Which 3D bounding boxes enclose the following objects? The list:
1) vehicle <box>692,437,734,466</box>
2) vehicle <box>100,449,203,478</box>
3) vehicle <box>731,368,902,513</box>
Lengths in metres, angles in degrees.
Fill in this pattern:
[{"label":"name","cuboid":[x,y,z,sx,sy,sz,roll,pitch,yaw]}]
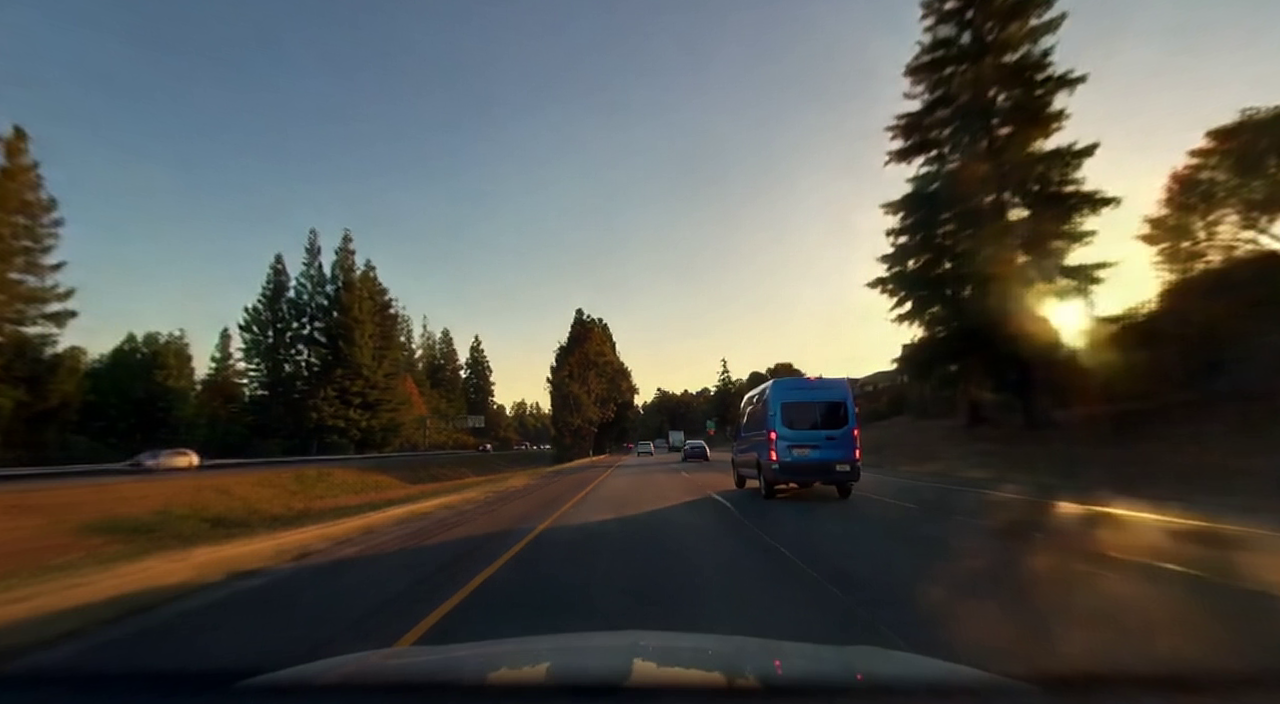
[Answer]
[{"label":"vehicle","cuboid":[4.411,6.102,38.722,2.034,1.651,4.342,0,-8,0]},{"label":"vehicle","cuboid":[-28.631,6.517,37.212,2.204,1.510,4.806,0,-8,1]},{"label":"vehicle","cuboid":[3.680,2.062,14.680,2.302,2.670,5.912,0,-8,1]}]
